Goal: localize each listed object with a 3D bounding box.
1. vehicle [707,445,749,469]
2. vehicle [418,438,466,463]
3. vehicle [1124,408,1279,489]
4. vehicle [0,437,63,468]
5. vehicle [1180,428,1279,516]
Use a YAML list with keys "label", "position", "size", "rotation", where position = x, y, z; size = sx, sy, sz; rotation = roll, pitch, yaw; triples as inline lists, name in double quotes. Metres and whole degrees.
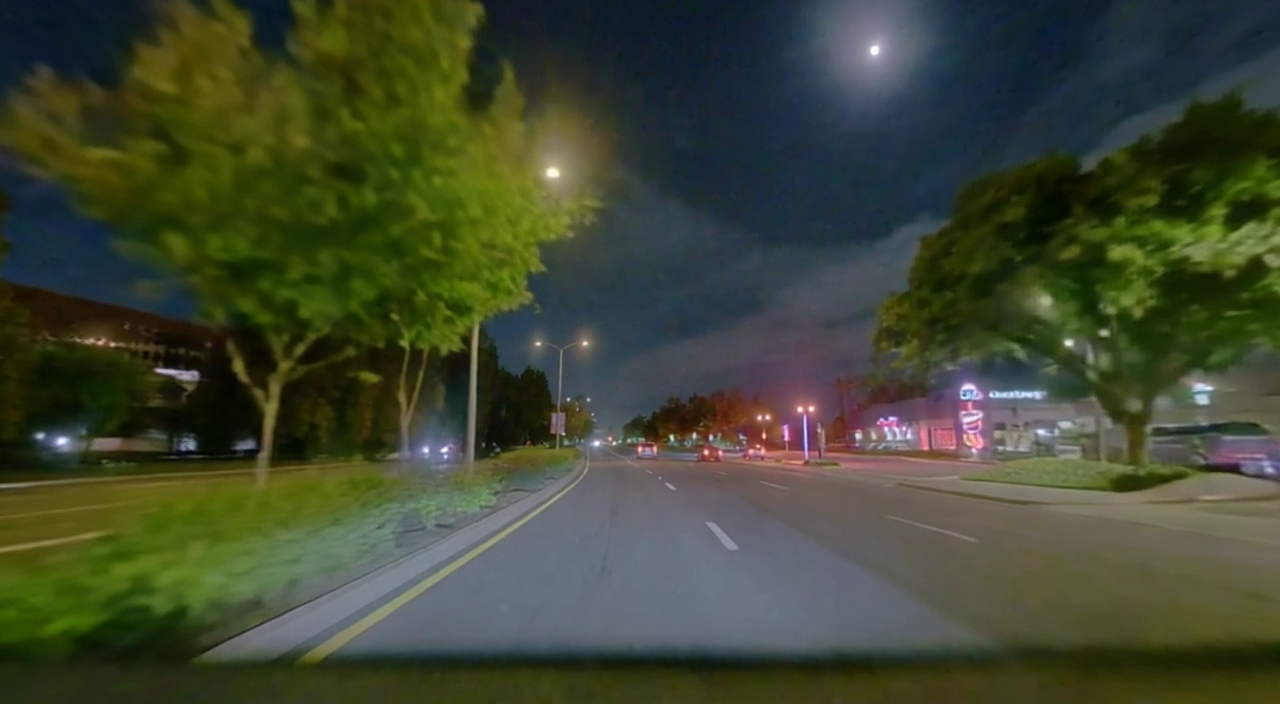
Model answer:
- label: "vehicle"
  position: [5.670, 6.813, 41.230]
  size: [1.876, 1.474, 4.126]
  rotation: [1, -8, -5]
- label: "vehicle"
  position: [-14.933, 7.482, 47.952]
  size: [2.058, 1.770, 5.291]
  rotation: [0, -8, -1]
- label: "vehicle"
  position: [21.588, 3.422, 22.585]
  size: [6.254, 2.698, 2.433]
  rotation: [-5, -10, 27]
- label: "vehicle"
  position: [-31.066, 4.907, 31.033]
  size: [3.606, 1.434, 1.790]
  rotation: [1, -8, 0]
- label: "vehicle"
  position: [16.011, 3.004, 16.341]
  size: [5.251, 1.946, 2.114]
  rotation: [7, -11, -40]
